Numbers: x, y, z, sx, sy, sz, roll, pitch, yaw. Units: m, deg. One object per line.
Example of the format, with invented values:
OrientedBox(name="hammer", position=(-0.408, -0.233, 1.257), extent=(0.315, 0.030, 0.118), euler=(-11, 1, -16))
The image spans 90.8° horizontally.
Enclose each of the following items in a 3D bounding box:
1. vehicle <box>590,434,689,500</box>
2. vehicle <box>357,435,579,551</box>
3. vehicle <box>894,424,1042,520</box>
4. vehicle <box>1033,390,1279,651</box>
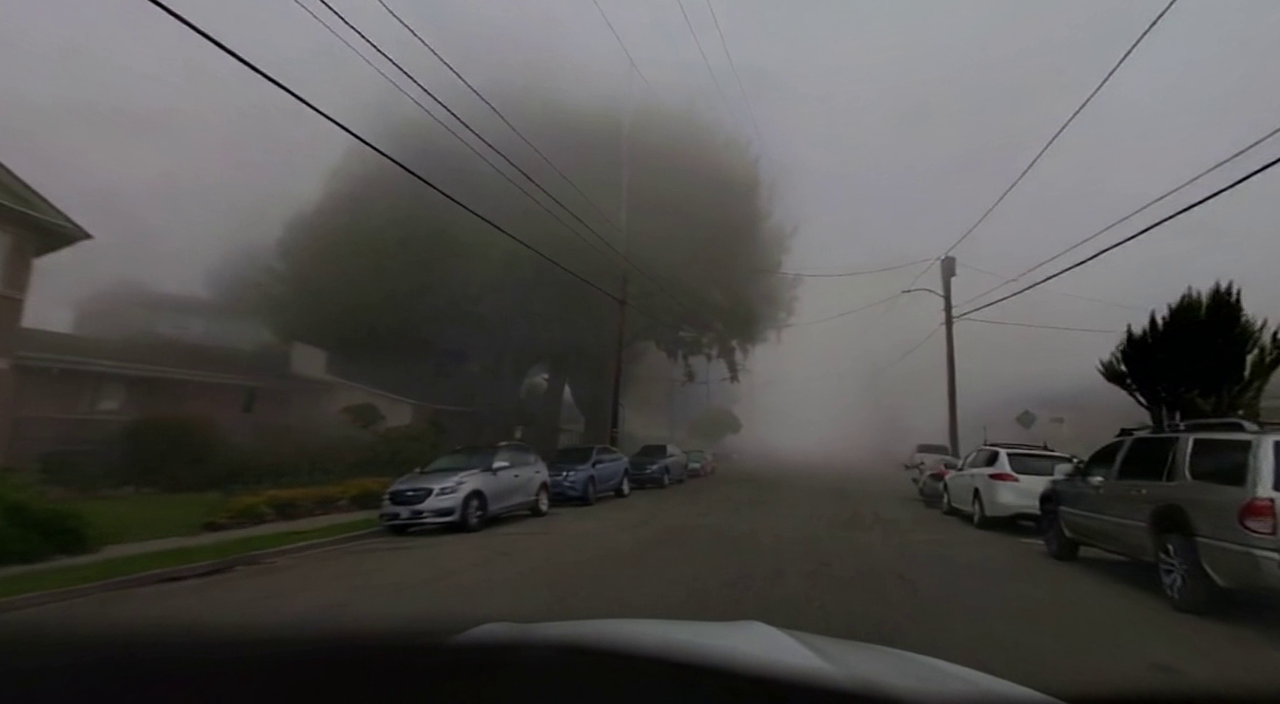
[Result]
OrientedBox(name="vehicle", position=(0.135, 3.742, 21.129), extent=(2.034, 1.923, 4.713), euler=(-3, -9, 17))
OrientedBox(name="vehicle", position=(-2.825, 2.407, 11.664), extent=(1.909, 1.675, 4.442), euler=(-2, -9, 15))
OrientedBox(name="vehicle", position=(8.354, 3.044, 16.751), extent=(2.237, 2.071, 5.332), euler=(-2, -9, 14))
OrientedBox(name="vehicle", position=(5.893, 1.568, 6.118), extent=(2.055, 1.763, 5.134), euler=(3, -9, 14))
